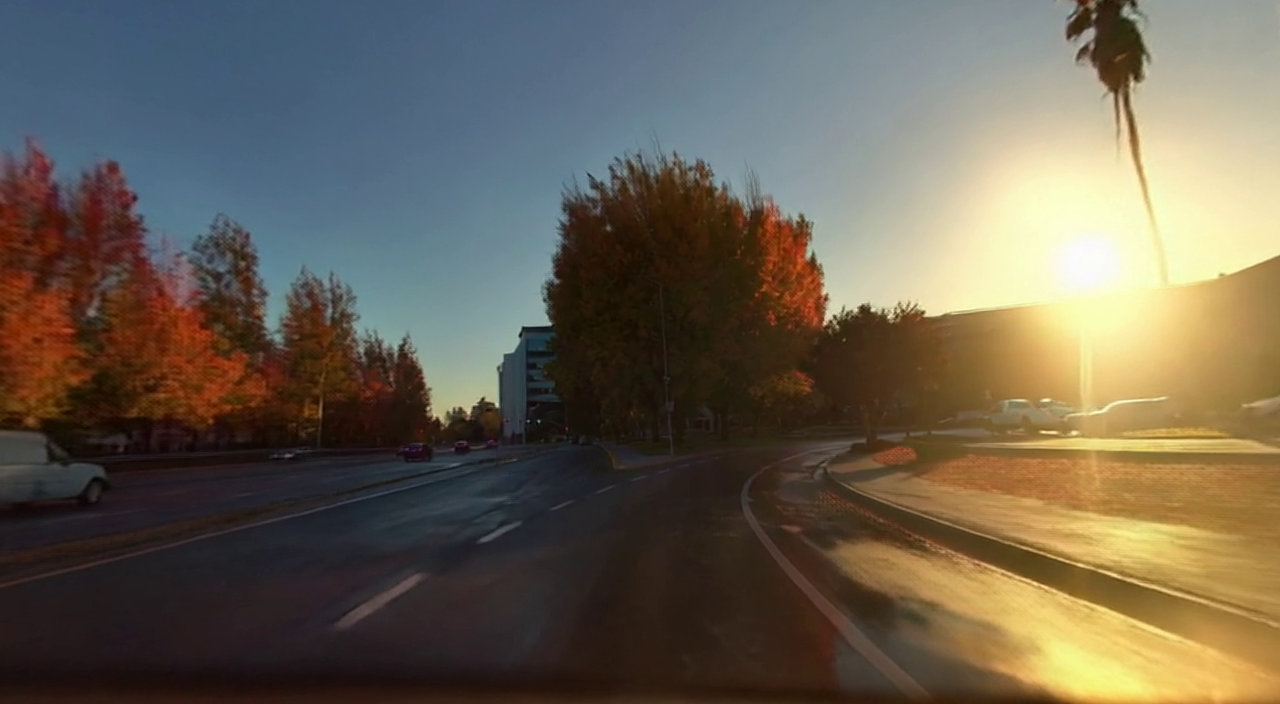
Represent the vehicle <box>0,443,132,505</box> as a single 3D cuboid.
[{"bbox_3d":[-24.461,4.643,24.453,2.819,2.204,8.236,1,-9,-2],"label":"vehicle"}]
